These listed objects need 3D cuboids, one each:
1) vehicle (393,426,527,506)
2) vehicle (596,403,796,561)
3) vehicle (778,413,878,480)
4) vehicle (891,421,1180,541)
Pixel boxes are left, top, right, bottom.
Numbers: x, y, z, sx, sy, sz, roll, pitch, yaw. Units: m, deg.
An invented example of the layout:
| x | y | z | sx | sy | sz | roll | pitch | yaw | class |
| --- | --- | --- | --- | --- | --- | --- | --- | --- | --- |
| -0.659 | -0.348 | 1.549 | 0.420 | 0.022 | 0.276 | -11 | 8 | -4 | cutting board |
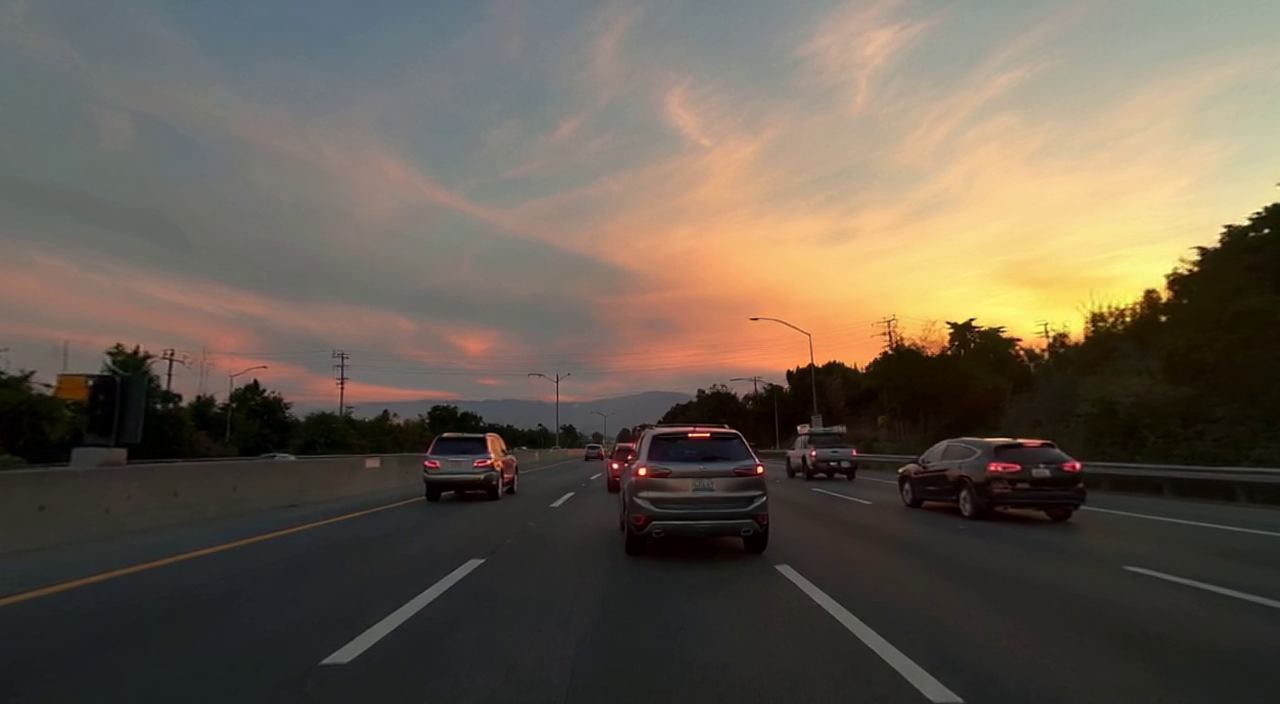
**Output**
| x | y | z | sx | sy | sz | roll | pitch | yaw | class |
| --- | --- | --- | --- | --- | --- | --- | --- | --- | --- |
| -4.380 | 2.866 | 16.225 | 2.047 | 1.755 | 4.638 | 0 | -9 | 0 | vehicle |
| 0.498 | 1.756 | 9.095 | 2.230 | 1.740 | 3.976 | 1 | -9 | -4 | vehicle |
| 7.726 | 4.017 | 26.671 | 2.390 | 2.503 | 5.788 | 0 | -9 | 0 | vehicle |
| 6.402 | 2.130 | 11.004 | 1.972 | 1.647 | 4.429 | 1 | -9 | -3 | vehicle |
